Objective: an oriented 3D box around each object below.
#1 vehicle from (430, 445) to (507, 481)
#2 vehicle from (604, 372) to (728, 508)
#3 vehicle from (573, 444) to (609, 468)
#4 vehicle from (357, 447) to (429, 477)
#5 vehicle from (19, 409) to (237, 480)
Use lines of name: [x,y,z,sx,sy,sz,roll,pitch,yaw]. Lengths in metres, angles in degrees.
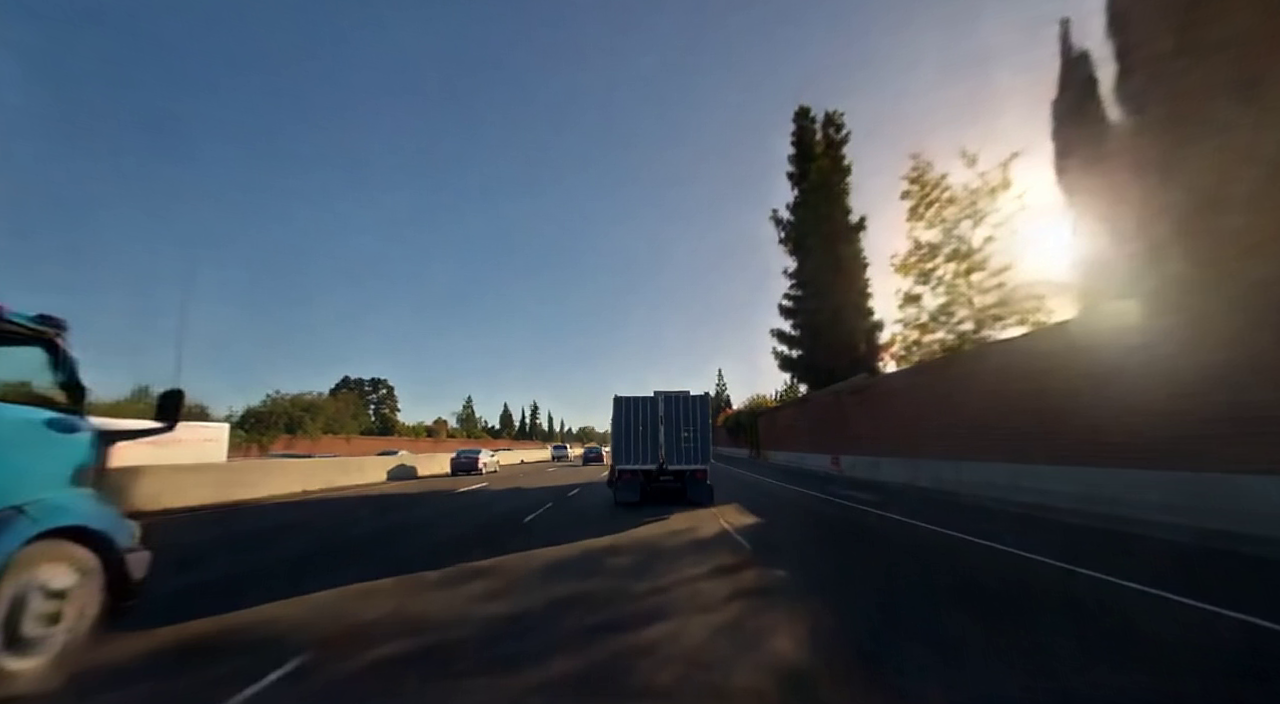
vehicle: [-7.553,4.911,28.323,2.006,1.458,4.700,0,-8,2]
vehicle: [0.444,2.592,18.560,2.798,3.071,8.412,0,-8,-2]
vehicle: [-3.302,7.038,42.950,1.974,1.475,4.538,0,-8,1]
vehicle: [-12.940,5.753,33.328,1.908,1.473,4.552,0,-8,1]
vehicle: [-29.914,5.590,38.212,2.724,3.582,12.661,0,-8,-1]
